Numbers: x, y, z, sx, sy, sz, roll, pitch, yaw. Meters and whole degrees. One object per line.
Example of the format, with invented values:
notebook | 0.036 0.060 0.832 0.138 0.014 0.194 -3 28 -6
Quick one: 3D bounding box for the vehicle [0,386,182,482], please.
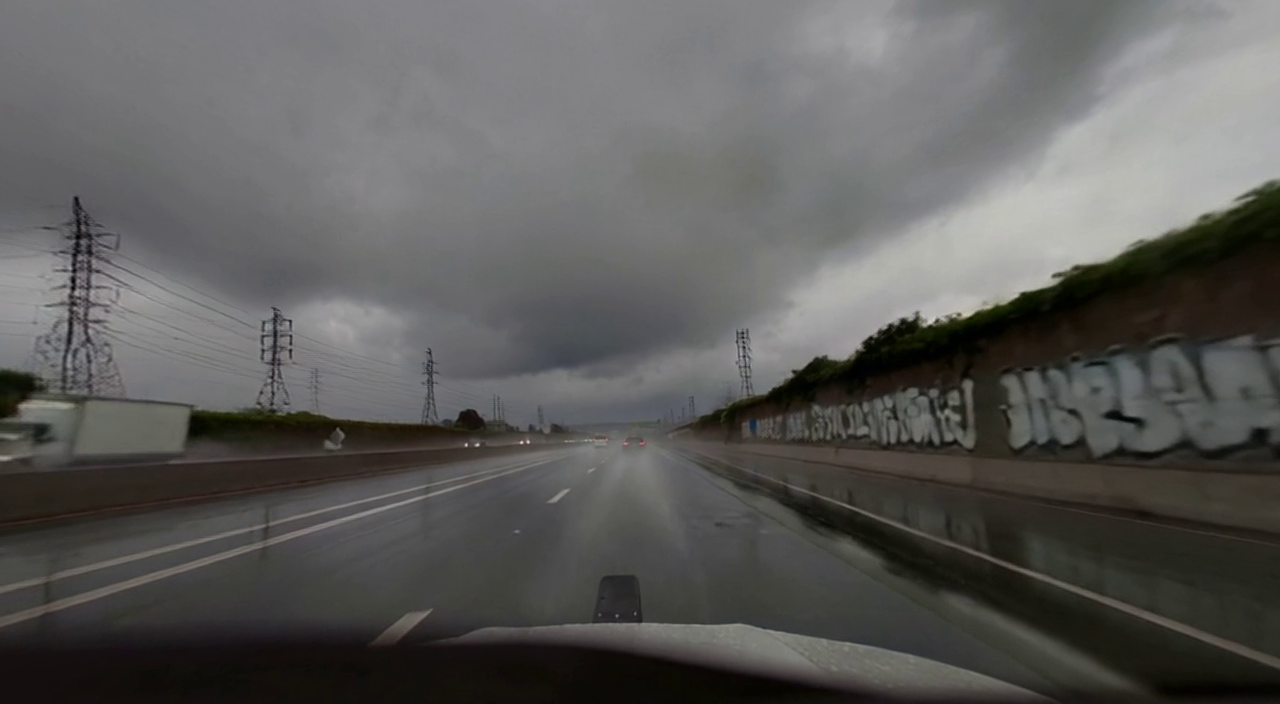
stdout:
vehicle | -22.851 3.044 23.286 2.898 3.171 12.148 0 -8 -1
